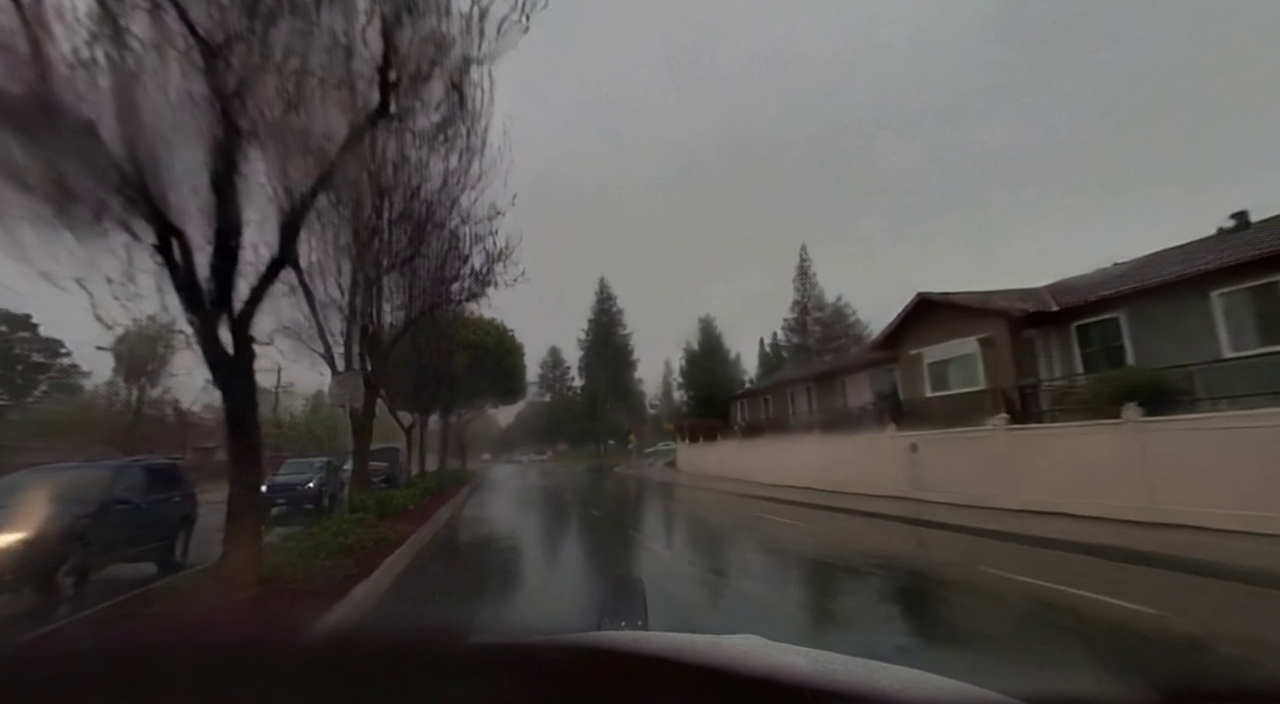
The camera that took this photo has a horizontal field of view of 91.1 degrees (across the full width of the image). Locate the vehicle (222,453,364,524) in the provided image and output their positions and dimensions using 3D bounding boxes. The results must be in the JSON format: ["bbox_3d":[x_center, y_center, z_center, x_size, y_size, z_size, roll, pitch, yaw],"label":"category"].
[{"bbox_3d":[-8.548,3.339,15.964,1.888,1.476,4.286,2,-9,-11],"label":"vehicle"}]

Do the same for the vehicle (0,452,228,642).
[{"bbox_3d":[-6.279,1.762,6.315,1.912,1.464,4.652,2,-9,-12],"label":"vehicle"}]

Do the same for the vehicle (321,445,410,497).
[{"bbox_3d":[-10.645,4.616,24.764,2.196,1.809,4.857,2,-9,-12],"label":"vehicle"}]
